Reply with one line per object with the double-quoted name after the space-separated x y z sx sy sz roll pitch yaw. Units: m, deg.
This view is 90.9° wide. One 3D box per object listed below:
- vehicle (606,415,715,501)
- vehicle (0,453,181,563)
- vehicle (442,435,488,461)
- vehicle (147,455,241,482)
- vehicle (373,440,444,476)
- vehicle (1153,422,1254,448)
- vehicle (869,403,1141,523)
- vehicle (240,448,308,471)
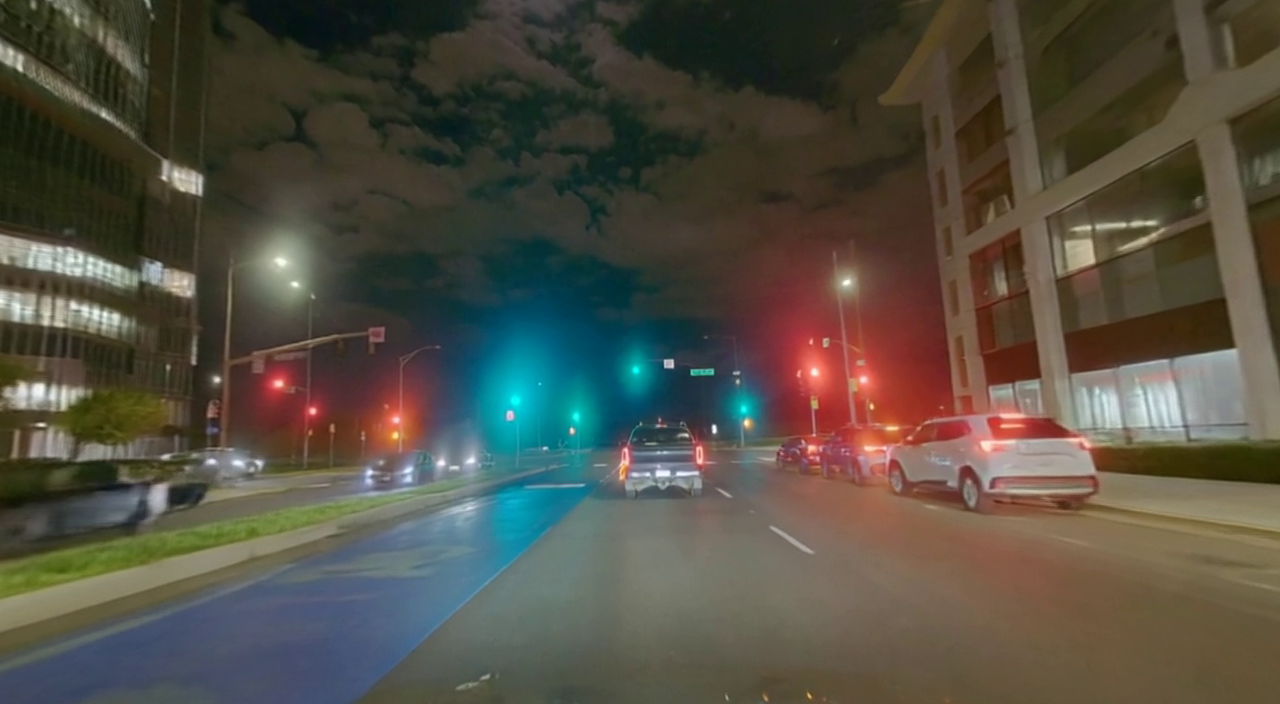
0.416 2.547 15.450 2.283 1.773 4.255 0 -8 0 "vehicle"
-10.384 2.522 10.656 2.019 1.547 4.315 0 -8 -1 "vehicle"
-13.076 7.202 47.400 2.025 1.785 4.845 -1 -8 1 "vehicle"
-27.766 7.264 39.353 4.478 1.578 1.890 -1 -8 3 "vehicle"
-12.800 5.852 35.232 1.975 1.820 4.838 -1 -8 1 "vehicle"
33.576 4.985 37.650 4.275 1.487 1.781 0 -8 0 "vehicle"
6.561 2.084 12.307 2.205 1.823 5.078 0 -8 0 "vehicle"
-27.195 7.958 47.026 1.857 1.535 4.900 -1 -8 4 "vehicle"
